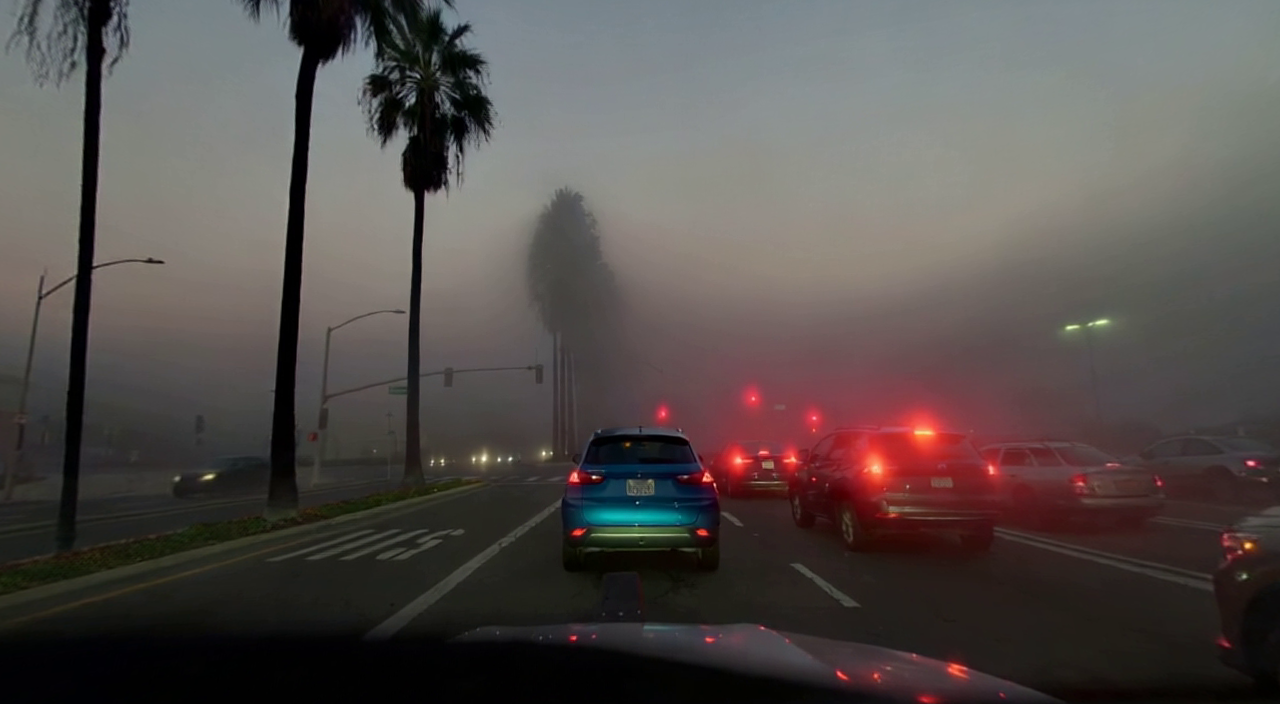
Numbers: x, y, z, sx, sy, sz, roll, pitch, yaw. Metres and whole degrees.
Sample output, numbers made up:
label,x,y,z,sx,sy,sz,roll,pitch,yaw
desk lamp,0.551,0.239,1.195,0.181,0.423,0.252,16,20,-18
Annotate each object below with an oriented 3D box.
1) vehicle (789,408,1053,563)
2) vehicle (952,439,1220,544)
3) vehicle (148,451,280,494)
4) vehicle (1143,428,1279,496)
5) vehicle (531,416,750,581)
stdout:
label,x,y,z,sx,sy,sz,roll,pitch,yaw
vehicle,3.663,1.818,9.253,1.947,1.725,4.159,0,-9,0
vehicle,7.367,2.296,11.061,1.832,1.477,3.981,0,-9,2
vehicle,-16.193,4.588,24.382,2.021,1.464,4.505,0,-9,-2
vehicle,18.056,3.201,18.493,4.786,1.848,2.107,0,-9,-1
vehicle,0.001,1.710,8.123,2.083,1.572,4.021,0,-9,0
